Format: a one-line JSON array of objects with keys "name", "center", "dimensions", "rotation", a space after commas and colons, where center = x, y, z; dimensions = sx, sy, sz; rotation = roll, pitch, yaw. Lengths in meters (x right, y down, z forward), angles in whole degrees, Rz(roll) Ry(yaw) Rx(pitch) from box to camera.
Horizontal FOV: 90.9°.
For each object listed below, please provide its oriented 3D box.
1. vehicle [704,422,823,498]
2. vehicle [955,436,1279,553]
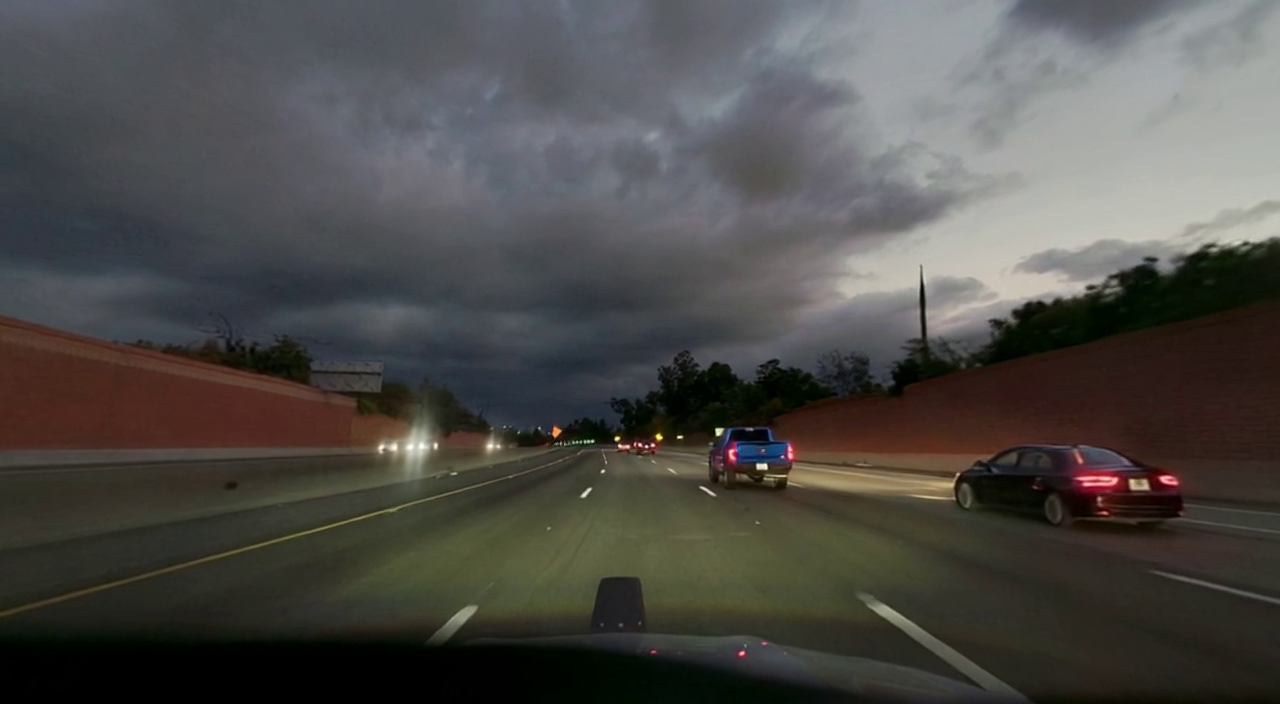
[{"name": "vehicle", "center": [3.526, 3.235, 19.310], "dimensions": [2.374, 1.952, 5.431], "rotation": [0, -8, -2]}, {"name": "vehicle", "center": [7.599, 2.195, 10.635], "dimensions": [1.976, 1.485, 4.925], "rotation": [0, -8, -1]}]
